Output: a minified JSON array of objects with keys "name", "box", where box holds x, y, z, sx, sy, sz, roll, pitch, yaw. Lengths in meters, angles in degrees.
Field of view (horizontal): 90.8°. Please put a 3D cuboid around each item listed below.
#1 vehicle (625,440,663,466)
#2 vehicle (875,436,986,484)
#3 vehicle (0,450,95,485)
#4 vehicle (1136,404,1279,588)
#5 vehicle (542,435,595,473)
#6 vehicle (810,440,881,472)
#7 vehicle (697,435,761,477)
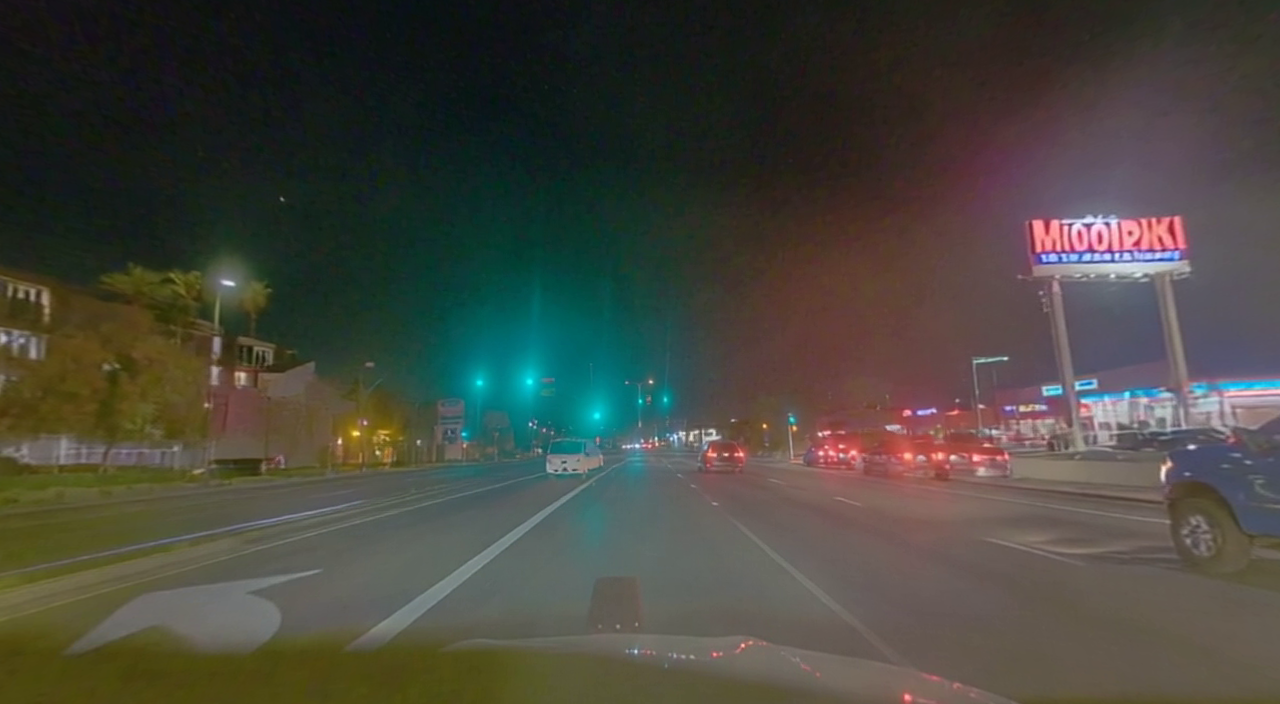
[{"name":"vehicle","box":[0.227,6.274,39.384,2.258,1.468,4.076,0,-9,-1]},{"name":"vehicle","box":[10.518,3.950,23.314,1.965,1.573,4.308,0,-9,-1]},{"name":"vehicle","box":[-35.675,6.735,37.054,5.329,1.893,2.122,8,-12,-42]},{"name":"vehicle","box":[6.710,1.091,4.389,2.140,1.606,5.437,0,-9,0]},{"name":"vehicle","box":[-3.440,5.043,31.364,2.117,1.751,4.478,0,-9,0]},{"name":"vehicle","box":[10.485,5.341,32.655,1.957,1.500,4.816,0,-9,-1]},{"name":"vehicle","box":[3.507,4.222,25.744,1.889,1.541,4.303,0,-9,-2]}]
